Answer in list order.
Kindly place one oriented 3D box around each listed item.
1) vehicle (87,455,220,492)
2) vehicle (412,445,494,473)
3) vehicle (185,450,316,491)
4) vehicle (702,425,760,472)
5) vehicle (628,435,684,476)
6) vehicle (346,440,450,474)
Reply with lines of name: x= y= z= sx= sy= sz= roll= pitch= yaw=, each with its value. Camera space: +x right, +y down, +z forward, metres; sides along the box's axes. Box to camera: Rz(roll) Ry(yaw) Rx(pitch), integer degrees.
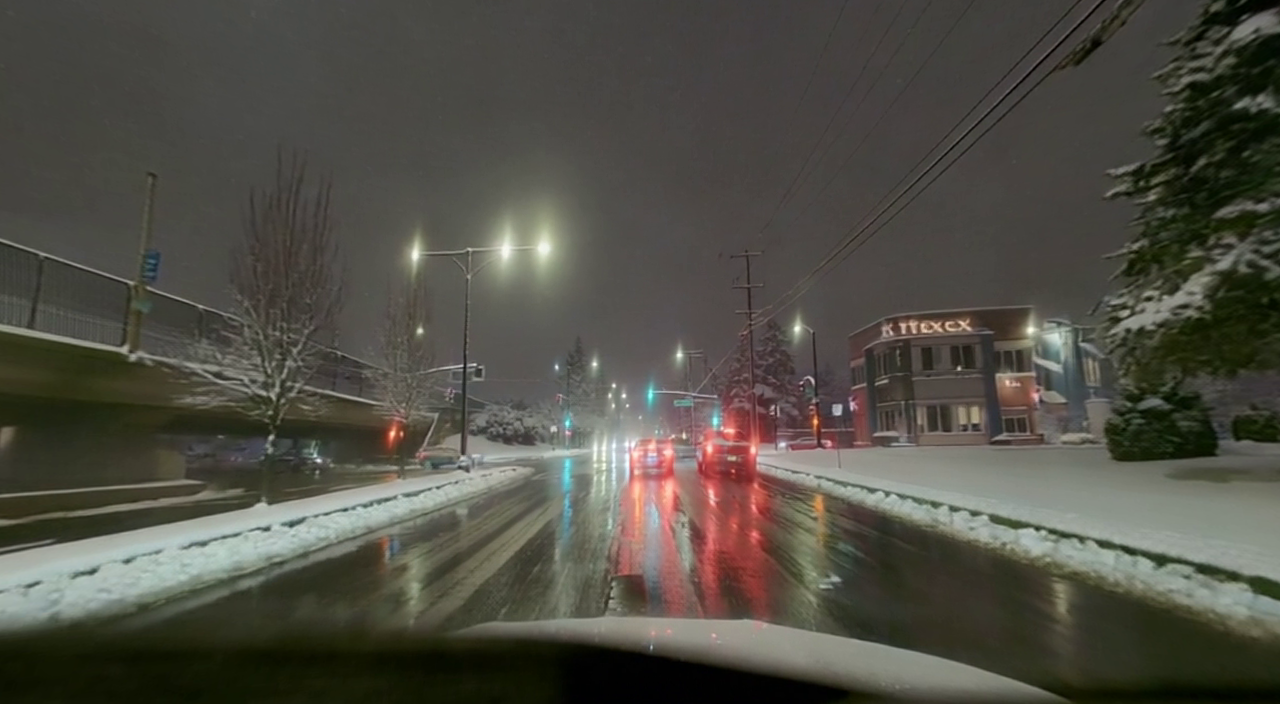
vehicle: x=-21.889 y=5.433 z=28.554 sx=1.873 sy=1.462 sz=4.283 roll=-5 pitch=-10 yaw=29
vehicle: x=-11.027 y=6.310 z=37.394 sx=1.860 sy=1.543 sz=4.302 roll=-7 pitch=-11 yaw=38
vehicle: x=-17.277 y=5.238 z=28.226 sx=1.832 sy=1.611 sz=4.546 roll=-5 pitch=-10 yaw=30
vehicle: x=4.196 y=4.533 z=29.769 sx=2.080 sy=1.999 sz=4.379 roll=0 pitch=-8 yaw=0
vehicle: x=0.604 y=4.159 z=25.576 sx=2.101 sy=1.467 sz=4.210 roll=0 pitch=-8 yaw=0
vehicle: x=-14.826 y=6.420 z=38.984 sx=2.322 sy=1.916 sz=5.640 roll=-6 pitch=-10 yaw=33
